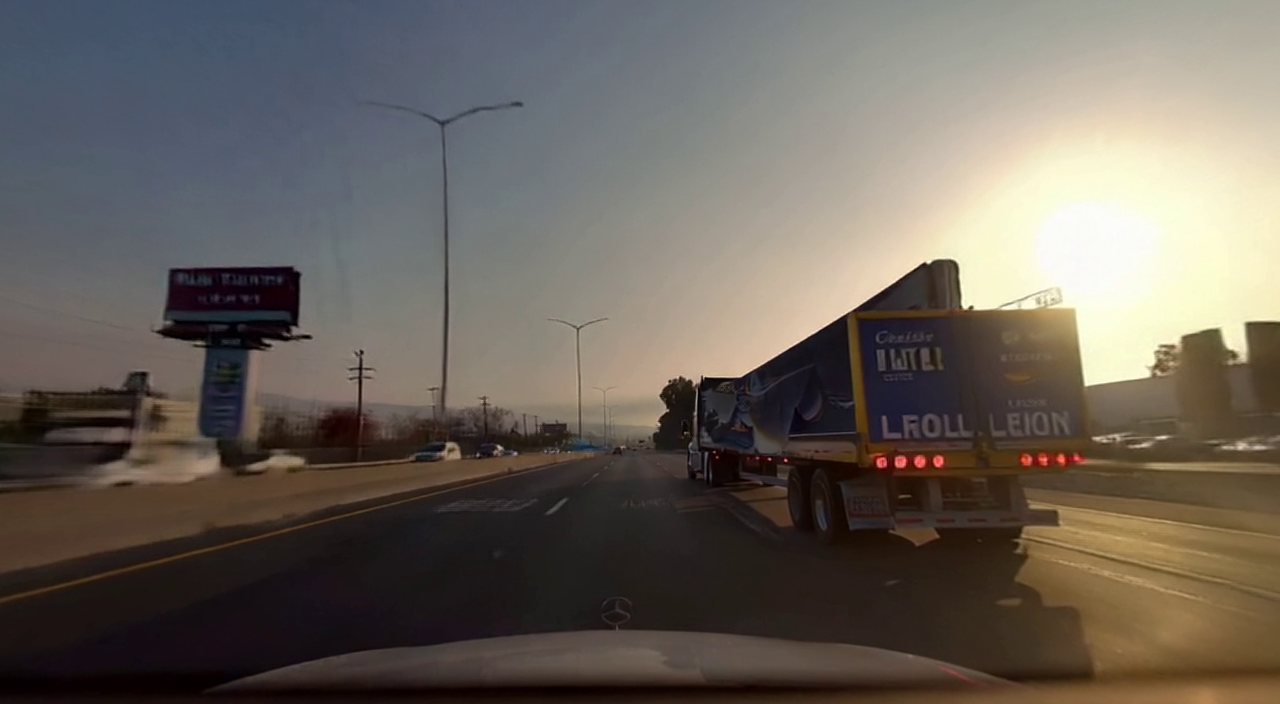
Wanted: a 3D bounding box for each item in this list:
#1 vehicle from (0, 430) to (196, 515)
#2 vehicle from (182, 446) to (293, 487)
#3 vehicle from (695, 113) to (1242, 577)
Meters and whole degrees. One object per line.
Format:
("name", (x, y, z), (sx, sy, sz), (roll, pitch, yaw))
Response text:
("vehicle", (-10.431, 2.222, 12.008), (1.545, 1.371, 3.313), (0, -9, 0))
("vehicle", (-14.928, 4.233, 23.695), (1.759, 1.389, 3.638), (0, -9, 0))
("vehicle", (3.691, 1.097, 14.391), (2.891, 4.387, 17.121), (0, -9, -2))
